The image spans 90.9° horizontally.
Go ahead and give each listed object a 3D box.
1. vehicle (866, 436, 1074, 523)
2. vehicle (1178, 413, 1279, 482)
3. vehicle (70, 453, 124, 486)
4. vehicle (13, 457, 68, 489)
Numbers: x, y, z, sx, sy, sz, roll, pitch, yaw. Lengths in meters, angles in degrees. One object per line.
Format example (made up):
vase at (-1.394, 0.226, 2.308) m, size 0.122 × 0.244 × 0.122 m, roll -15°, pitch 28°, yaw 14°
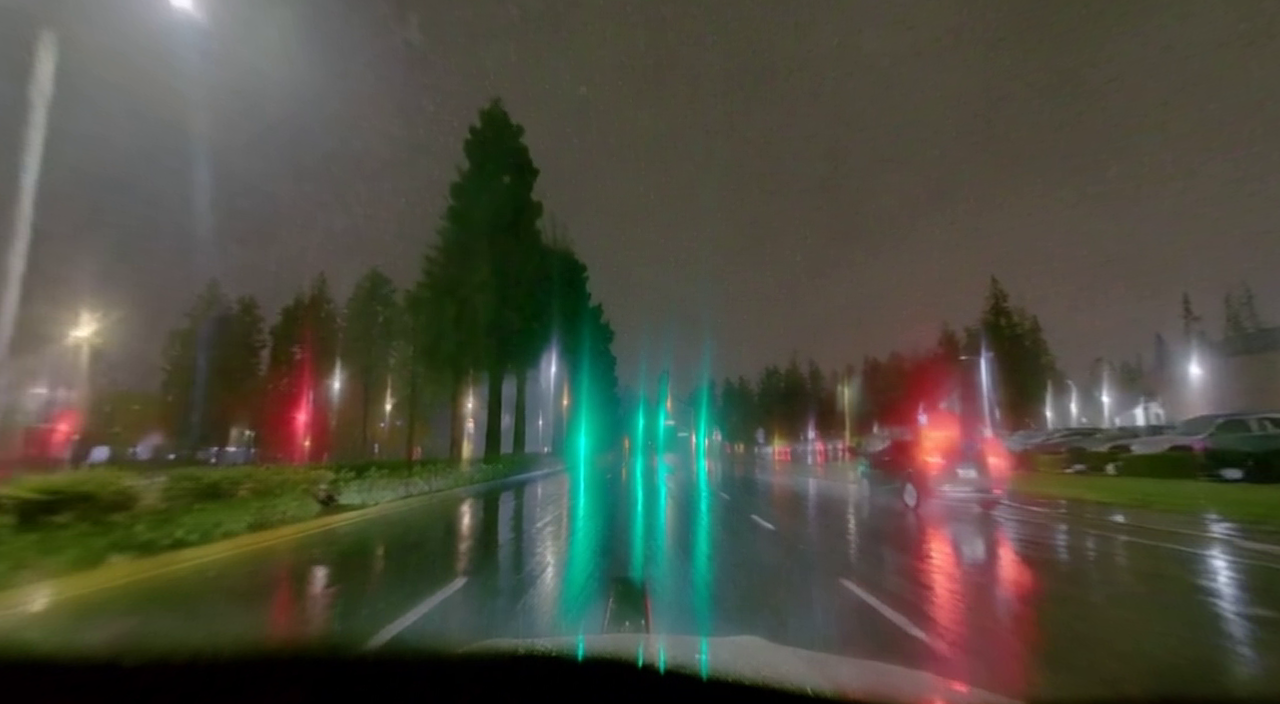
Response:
vehicle at (7.073, 2.761, 14.317) m, size 2.122 × 1.602 × 4.928 m, roll 0°, pitch -9°, yaw 1°
vehicle at (16.716, 2.324, 15.759) m, size 4.408 × 1.578 × 2.160 m, roll -2°, pitch -9°, yaw 1°
vehicle at (-34.240, 7.404, 39.695) m, size 2.077 × 1.851 × 4.582 m, roll 7°, pitch -13°, yaw -44°
vehicle at (-35.817, 7.166, 37.631) m, size 4.285 × 1.747 × 2.044 m, roll -8°, pitch -12°, yaw 44°
